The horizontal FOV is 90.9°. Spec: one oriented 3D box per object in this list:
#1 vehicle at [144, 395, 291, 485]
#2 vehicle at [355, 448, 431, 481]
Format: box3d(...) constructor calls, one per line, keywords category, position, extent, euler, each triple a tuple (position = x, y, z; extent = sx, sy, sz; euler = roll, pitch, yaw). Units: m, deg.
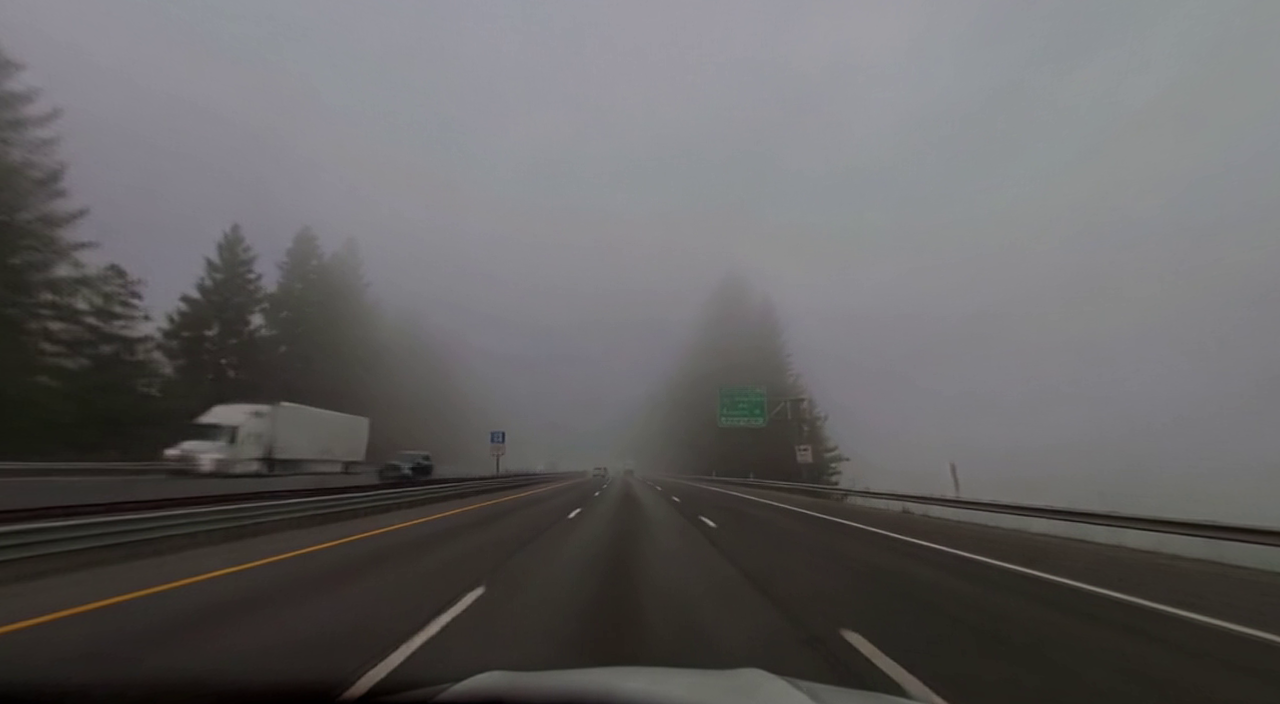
box3d(category="vehicle", position=(-20.448, 4.455, 31.054), extent=(2.970, 3.961, 5.879), euler=(1, -10, -1))
box3d(category="vehicle", position=(-12.713, 5.844, 32.770), extent=(2.118, 1.557, 4.588), euler=(1, -10, -1))
